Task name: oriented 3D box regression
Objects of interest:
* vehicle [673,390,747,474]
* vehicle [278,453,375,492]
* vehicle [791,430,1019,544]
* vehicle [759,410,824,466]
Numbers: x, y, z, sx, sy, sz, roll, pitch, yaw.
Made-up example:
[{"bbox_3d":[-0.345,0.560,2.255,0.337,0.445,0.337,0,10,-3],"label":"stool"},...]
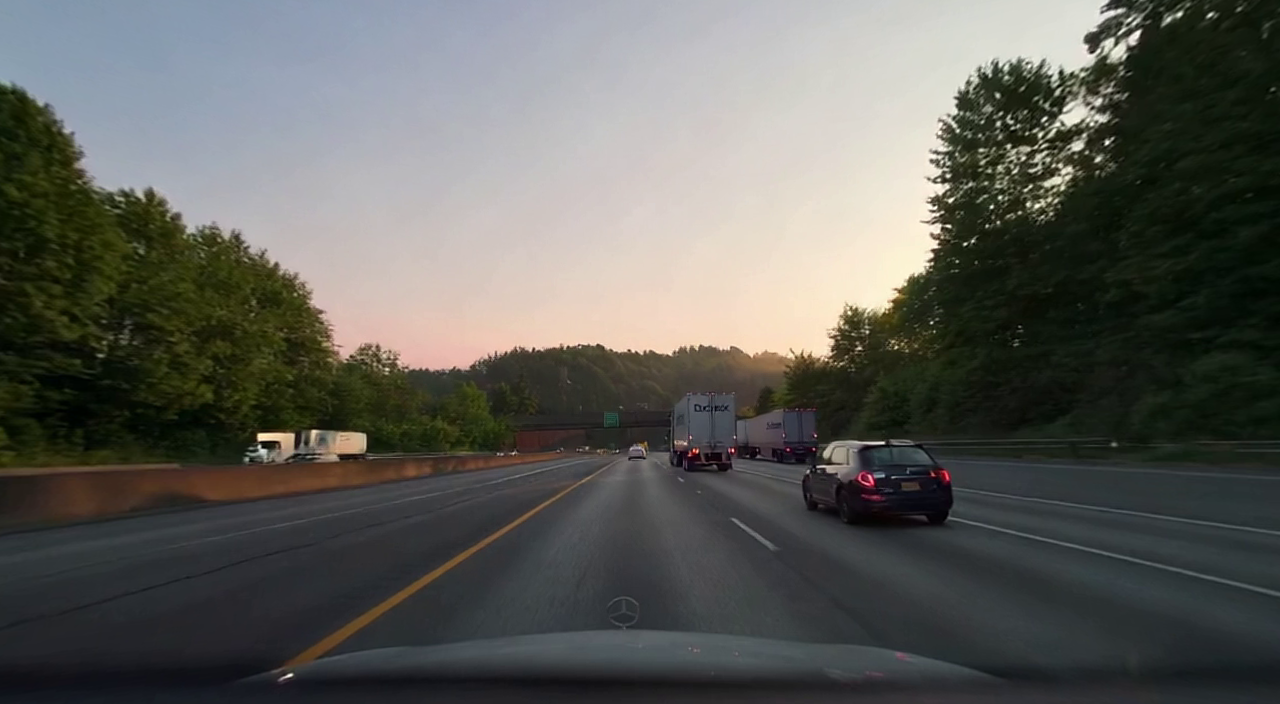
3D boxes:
[{"bbox_3d":[3.616,4.608,35.096,3.025,4.010,9.542,0,-9,0],"label":"vehicle"},{"bbox_3d":[-13.327,5.135,27.011,1.856,1.463,4.508,0,-9,0],"label":"vehicle"},{"bbox_3d":[4.026,2.112,10.407,1.948,1.481,3.955,0,-9,-2],"label":"vehicle"},{"bbox_3d":[11.606,6.800,49.008,2.938,3.990,8.556,0,-9,0],"label":"vehicle"}]
